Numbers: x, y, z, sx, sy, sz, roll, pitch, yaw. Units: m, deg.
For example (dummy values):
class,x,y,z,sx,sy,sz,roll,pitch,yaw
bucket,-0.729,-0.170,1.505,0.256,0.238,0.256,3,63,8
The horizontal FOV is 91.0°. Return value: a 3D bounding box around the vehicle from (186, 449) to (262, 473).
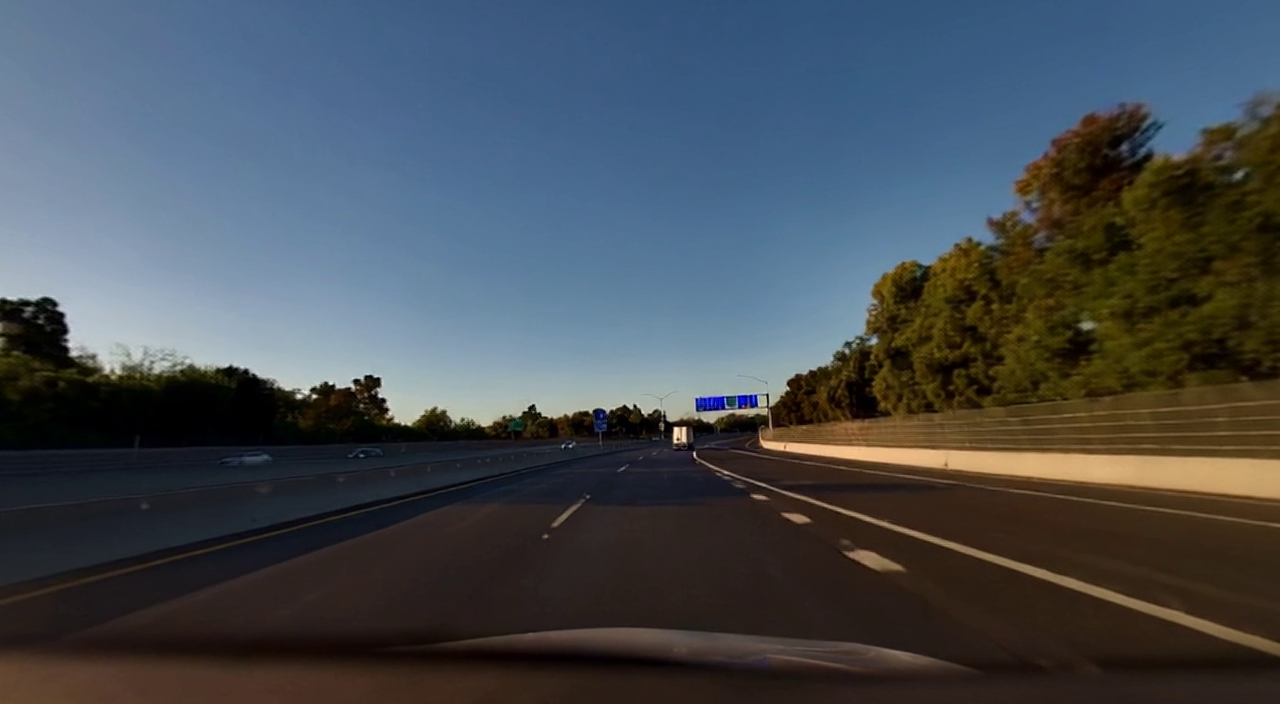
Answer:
class,x,y,z,sx,sy,sz,roll,pitch,yaw
vehicle,-28.100,7.349,42.688,1.883,1.421,4.460,-1,-8,5
